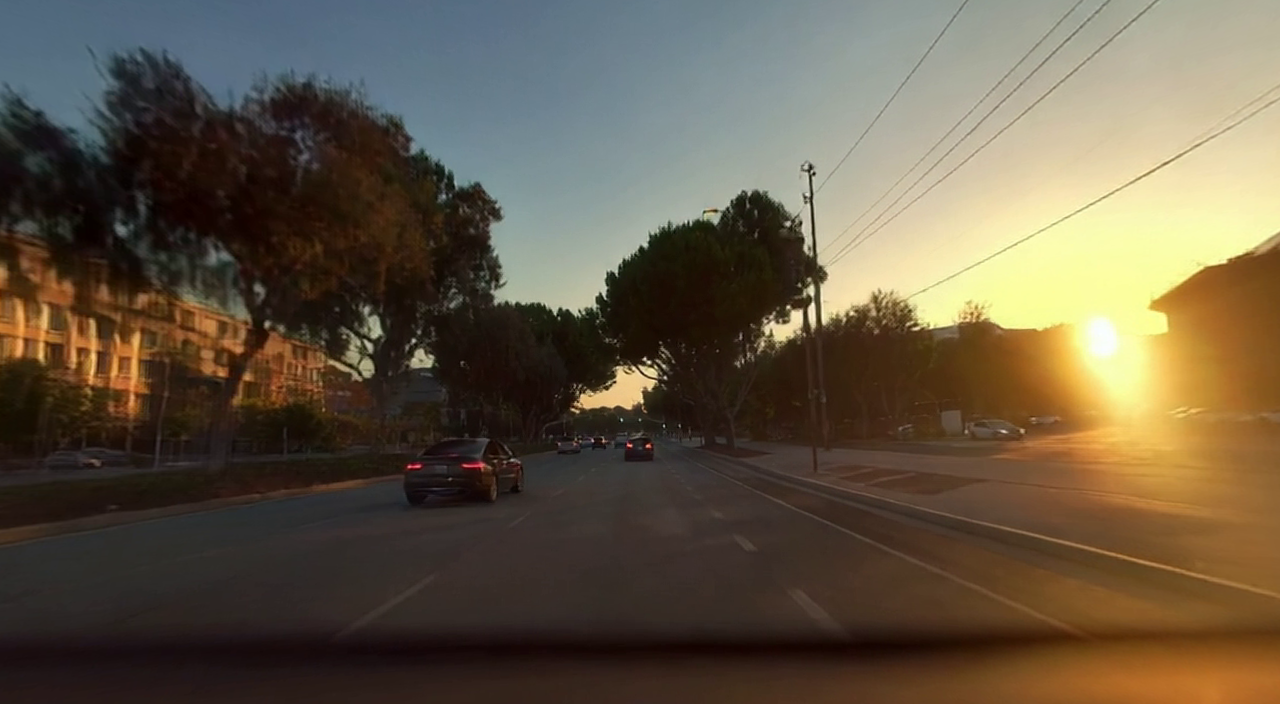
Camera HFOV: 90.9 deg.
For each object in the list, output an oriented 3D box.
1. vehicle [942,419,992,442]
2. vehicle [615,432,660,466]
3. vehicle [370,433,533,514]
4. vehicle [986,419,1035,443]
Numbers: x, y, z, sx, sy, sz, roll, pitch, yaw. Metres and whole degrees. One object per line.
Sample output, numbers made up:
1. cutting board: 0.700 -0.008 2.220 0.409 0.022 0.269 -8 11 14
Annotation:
1. vehicle: 21.914 5.325 42.447 1.833 1.471 4.656 -2 -9 13
2. vehicle: -0.125 5.036 32.848 2.199 1.652 4.101 0 -8 -1
3. vehicle: -3.838 2.566 13.904 1.942 1.462 4.905 0 -8 2
4. vehicle: 24.404 5.257 41.657 1.741 1.416 3.831 -3 -9 15
